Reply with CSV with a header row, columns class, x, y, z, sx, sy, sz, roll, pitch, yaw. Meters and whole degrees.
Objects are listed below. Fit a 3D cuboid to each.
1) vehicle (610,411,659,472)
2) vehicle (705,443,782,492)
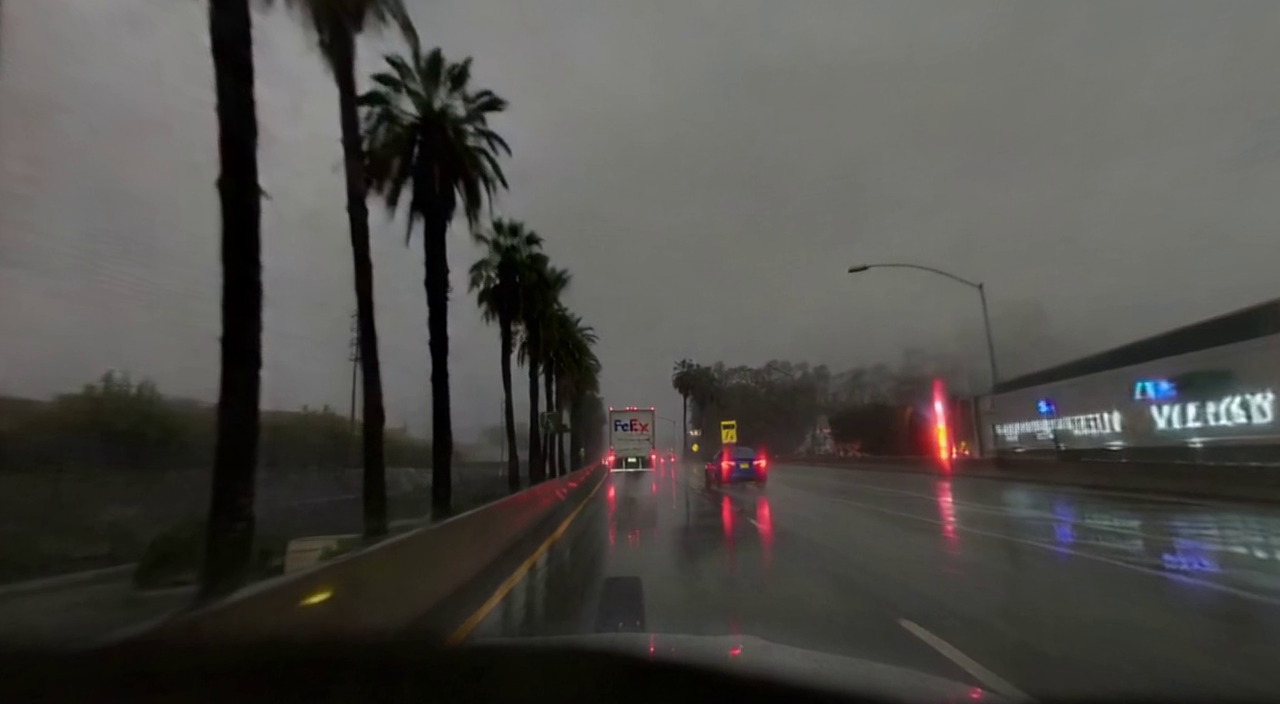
class,x,y,z,sx,sy,sz,roll,pitch,yaw
vehicle,-0.516,6.930,48.342,3.243,4.134,11.656,0,-9,-1
vehicle,3.522,4.023,22.245,1.966,1.558,4.238,0,-9,-1
